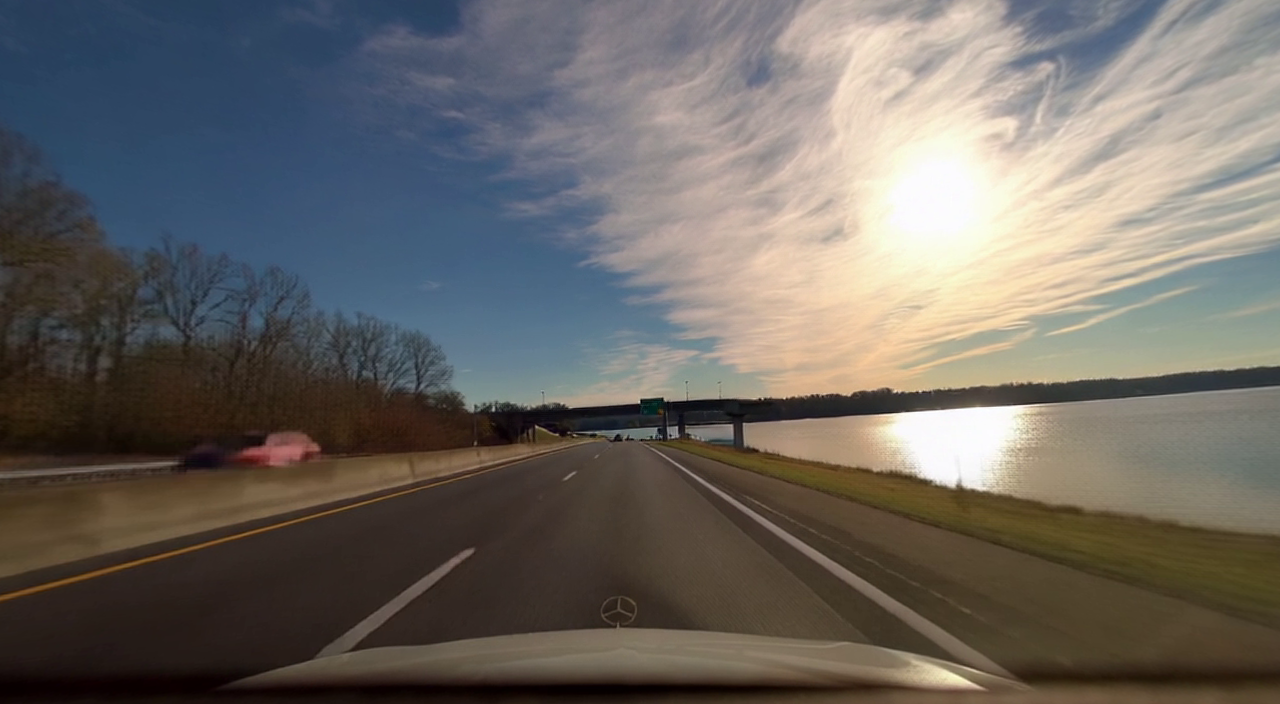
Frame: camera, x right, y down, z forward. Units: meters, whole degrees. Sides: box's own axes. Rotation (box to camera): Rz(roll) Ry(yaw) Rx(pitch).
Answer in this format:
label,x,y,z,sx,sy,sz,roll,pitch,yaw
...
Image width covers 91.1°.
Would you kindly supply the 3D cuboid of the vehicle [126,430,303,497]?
label,x,y,z,sx,sy,sz,roll,pitch,yaw
vehicle,-11.091,2.891,16.845,1.873,1.543,4.139,0,-8,-1
